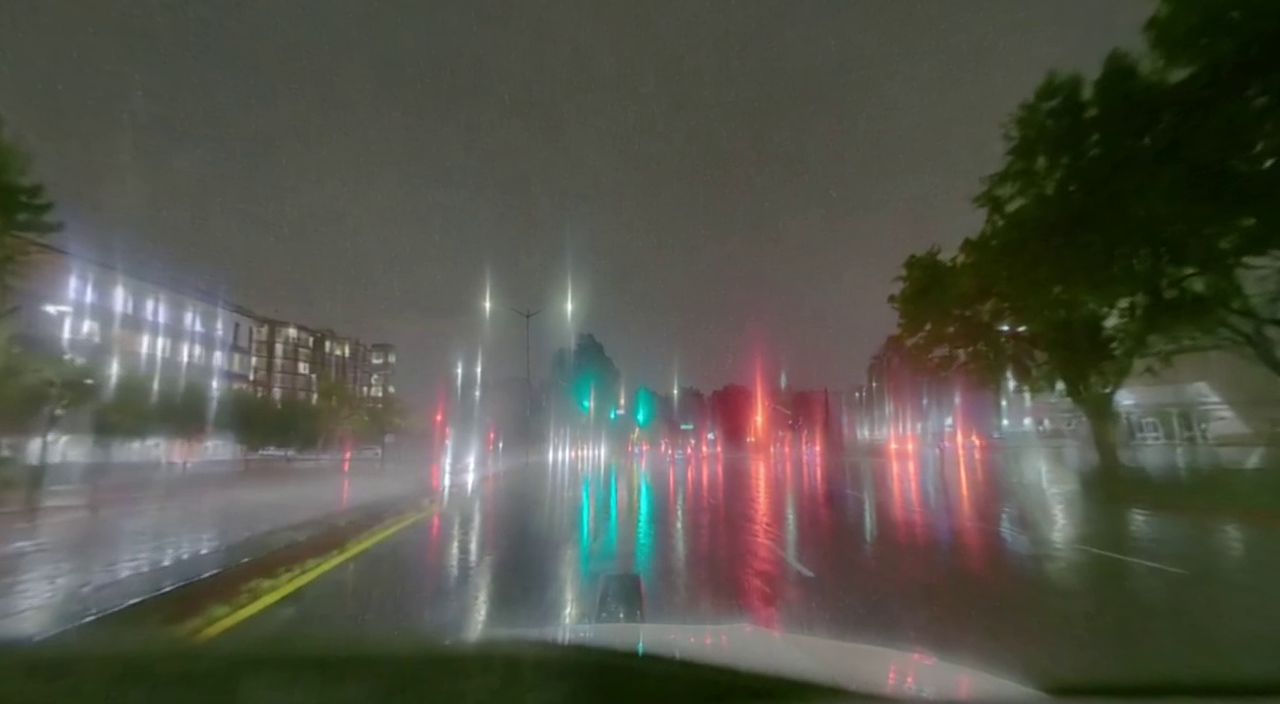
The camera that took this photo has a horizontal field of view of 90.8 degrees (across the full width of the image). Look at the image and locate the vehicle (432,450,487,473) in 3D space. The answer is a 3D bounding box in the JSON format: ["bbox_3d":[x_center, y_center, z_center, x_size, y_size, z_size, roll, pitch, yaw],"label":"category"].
[{"bbox_3d":[-12.021,7.313,42.459,2.247,1.475,4.593,-1,-9,1],"label":"vehicle"}]
